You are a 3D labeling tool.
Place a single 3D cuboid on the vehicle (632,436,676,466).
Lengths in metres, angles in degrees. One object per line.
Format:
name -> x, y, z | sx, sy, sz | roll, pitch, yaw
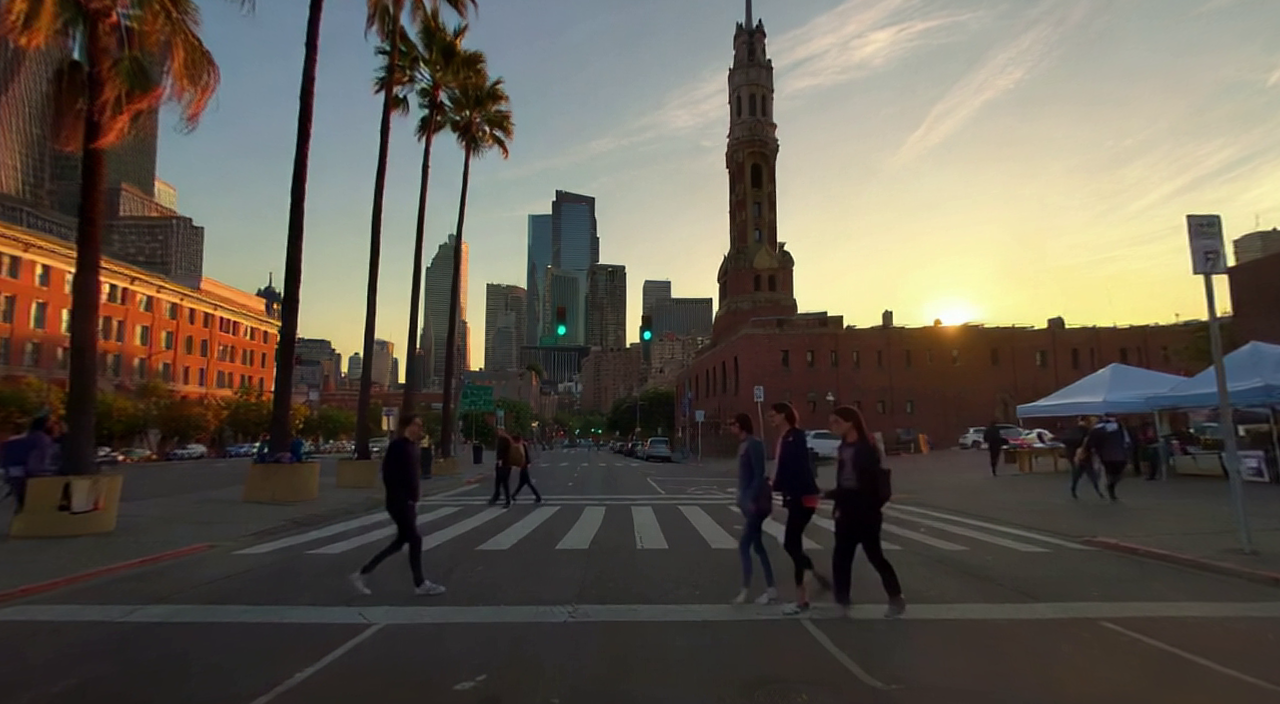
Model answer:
vehicle -> 0.936, 7.282, 46.565 | 2.322, 2.071, 5.366 | 1, -9, -9
